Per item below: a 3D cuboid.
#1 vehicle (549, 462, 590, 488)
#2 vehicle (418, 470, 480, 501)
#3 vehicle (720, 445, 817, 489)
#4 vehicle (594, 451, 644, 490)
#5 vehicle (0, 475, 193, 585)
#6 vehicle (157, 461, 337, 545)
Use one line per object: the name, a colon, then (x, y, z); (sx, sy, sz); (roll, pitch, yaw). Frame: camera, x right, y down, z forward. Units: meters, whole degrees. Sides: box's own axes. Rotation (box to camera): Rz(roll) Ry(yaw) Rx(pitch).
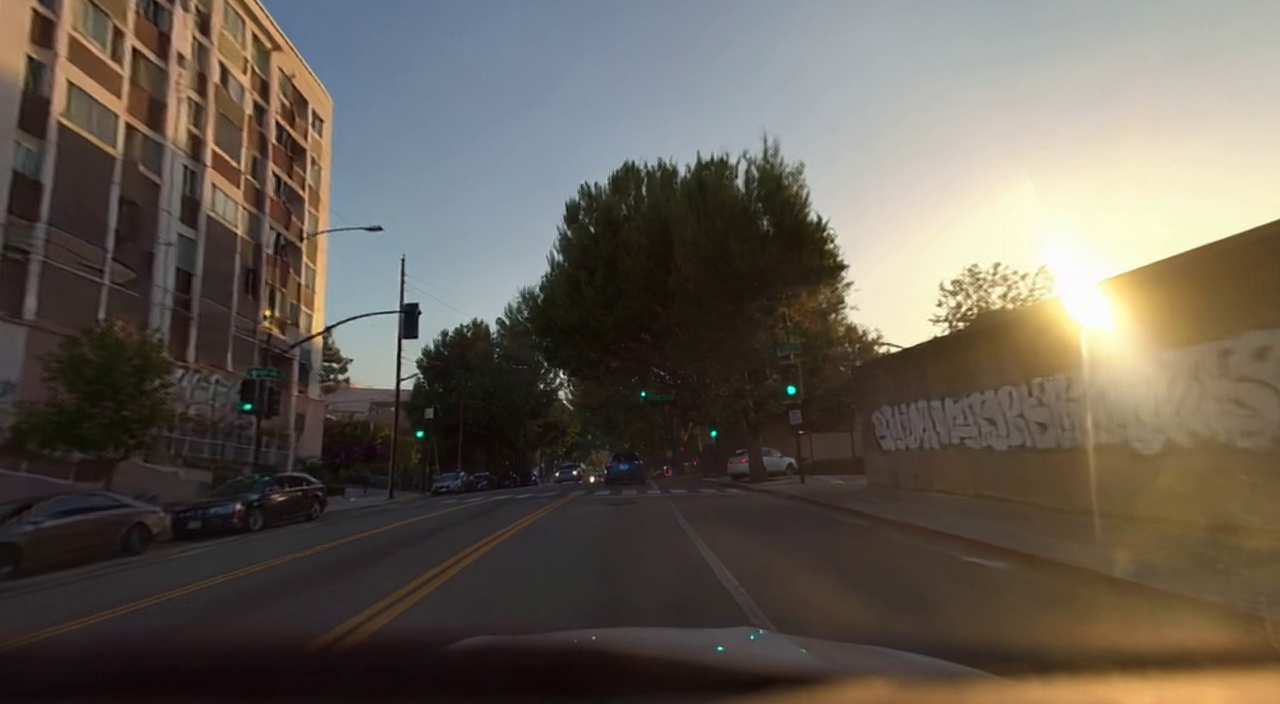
vehicle: (-4.341, 7.656, 39.520); (2.095, 1.447, 4.202); (0, -8, 0)
vehicle: (-10.862, 7.606, 36.295); (2.070, 1.476, 4.508); (-1, -8, 1)
vehicle: (5.795, 5.071, 28.259); (2.207, 1.761, 4.292); (-8, -12, 43)
vehicle: (-0.923, 5.409, 29.217); (2.166, 1.579, 4.300); (0, -8, -1)
vehicle: (-11.106, 3.316, 12.064); (1.931, 1.499, 4.645); (-5, -8, -2)
vehicle: (-11.021, 4.182, 18.248); (2.199, 1.717, 4.888); (-6, -8, -2)
